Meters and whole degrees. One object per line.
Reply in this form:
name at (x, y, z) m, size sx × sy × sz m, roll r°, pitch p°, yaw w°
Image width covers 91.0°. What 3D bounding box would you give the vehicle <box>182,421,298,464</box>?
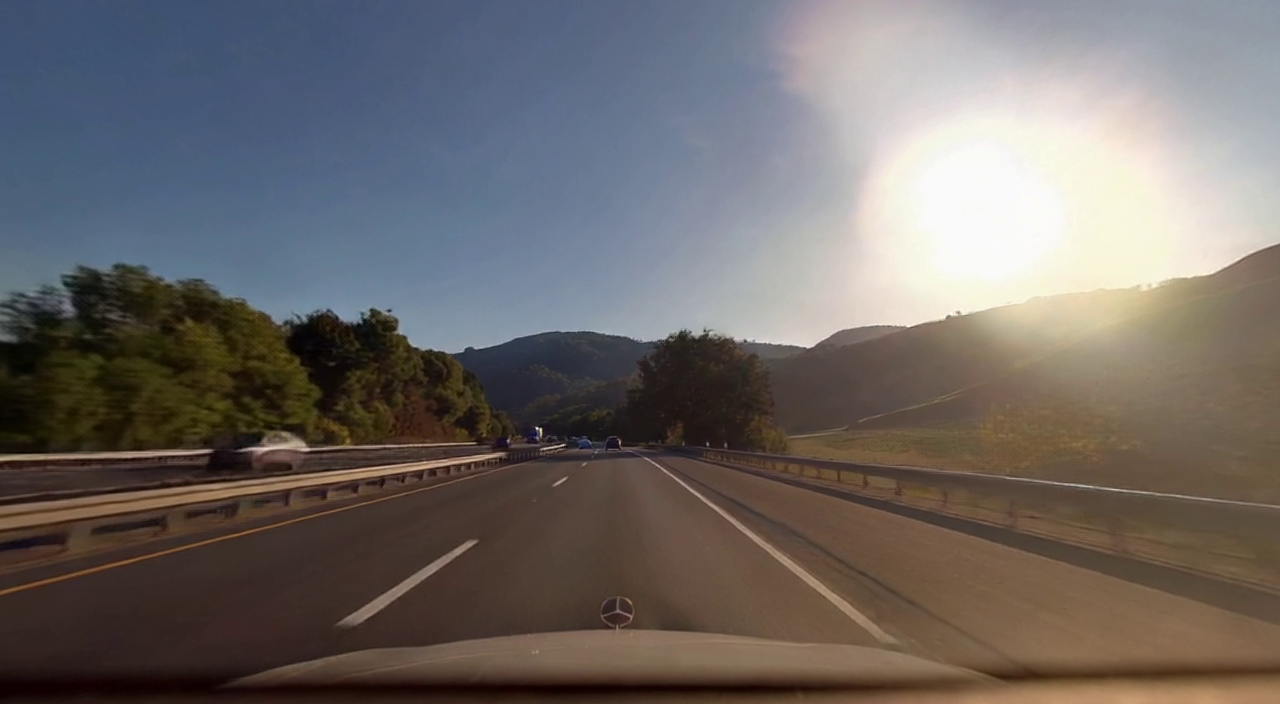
vehicle at (-16.630, 3.815, 26.501) m, size 1.912 × 1.599 × 4.611 m, roll 0°, pitch -8°, yaw -1°
